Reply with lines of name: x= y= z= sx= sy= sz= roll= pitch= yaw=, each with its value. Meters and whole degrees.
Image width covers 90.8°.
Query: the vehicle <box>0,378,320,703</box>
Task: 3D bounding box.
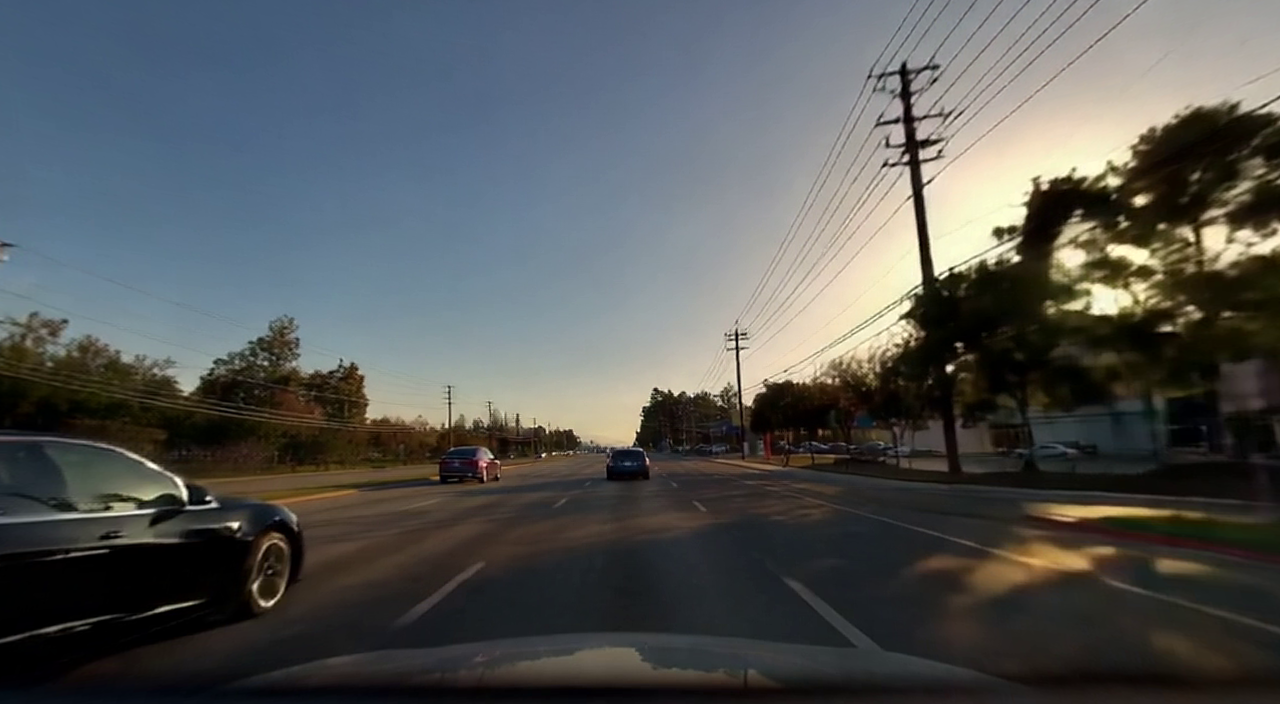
vehicle: x=-3.719 y=0.949 z=2.854 sx=1.985 sy=1.607 sz=4.892 roll=0 pitch=-9 yaw=0

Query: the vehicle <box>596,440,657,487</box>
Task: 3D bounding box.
vehicle: x=-0.495 y=4.291 z=24.695 sx=2.189 sy=1.652 sz=4.135 roll=0 pitch=-9 yaw=0

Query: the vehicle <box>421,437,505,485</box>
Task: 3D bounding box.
vehicle: x=-7.348 y=4.572 z=26.792 sx=2.203 sy=1.819 sz=4.547 roll=0 pitch=-8 yaw=1
